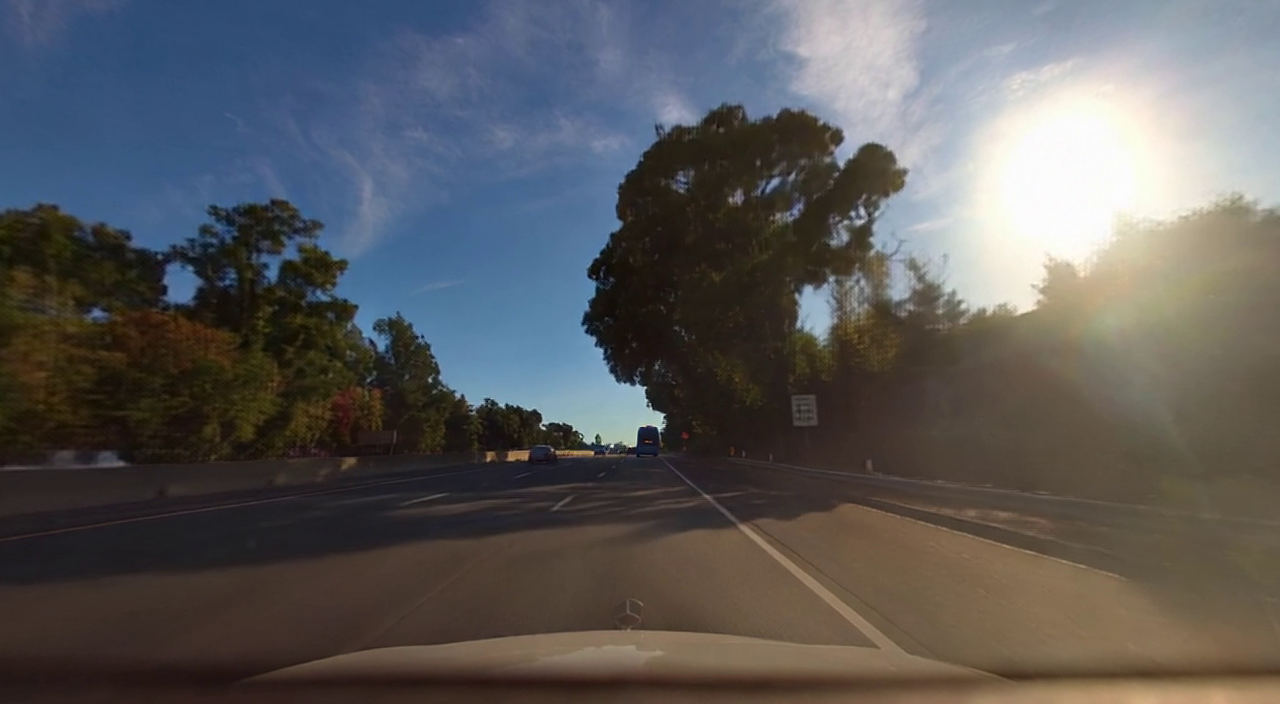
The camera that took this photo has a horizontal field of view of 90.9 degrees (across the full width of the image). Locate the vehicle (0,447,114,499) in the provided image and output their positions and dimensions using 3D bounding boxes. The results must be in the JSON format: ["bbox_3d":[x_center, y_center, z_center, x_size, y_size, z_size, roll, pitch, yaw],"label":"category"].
[{"bbox_3d":[-20.769,4.042,21.528,1.866,1.579,4.309,0,-8,1],"label":"vehicle"}]

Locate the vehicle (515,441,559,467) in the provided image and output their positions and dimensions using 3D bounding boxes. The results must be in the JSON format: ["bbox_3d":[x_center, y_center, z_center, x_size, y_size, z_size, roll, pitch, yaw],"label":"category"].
[{"bbox_3d":[-6.898,6.879,42.699,2.080,1.674,4.660,0,-8,1],"label":"vehicle"}]
